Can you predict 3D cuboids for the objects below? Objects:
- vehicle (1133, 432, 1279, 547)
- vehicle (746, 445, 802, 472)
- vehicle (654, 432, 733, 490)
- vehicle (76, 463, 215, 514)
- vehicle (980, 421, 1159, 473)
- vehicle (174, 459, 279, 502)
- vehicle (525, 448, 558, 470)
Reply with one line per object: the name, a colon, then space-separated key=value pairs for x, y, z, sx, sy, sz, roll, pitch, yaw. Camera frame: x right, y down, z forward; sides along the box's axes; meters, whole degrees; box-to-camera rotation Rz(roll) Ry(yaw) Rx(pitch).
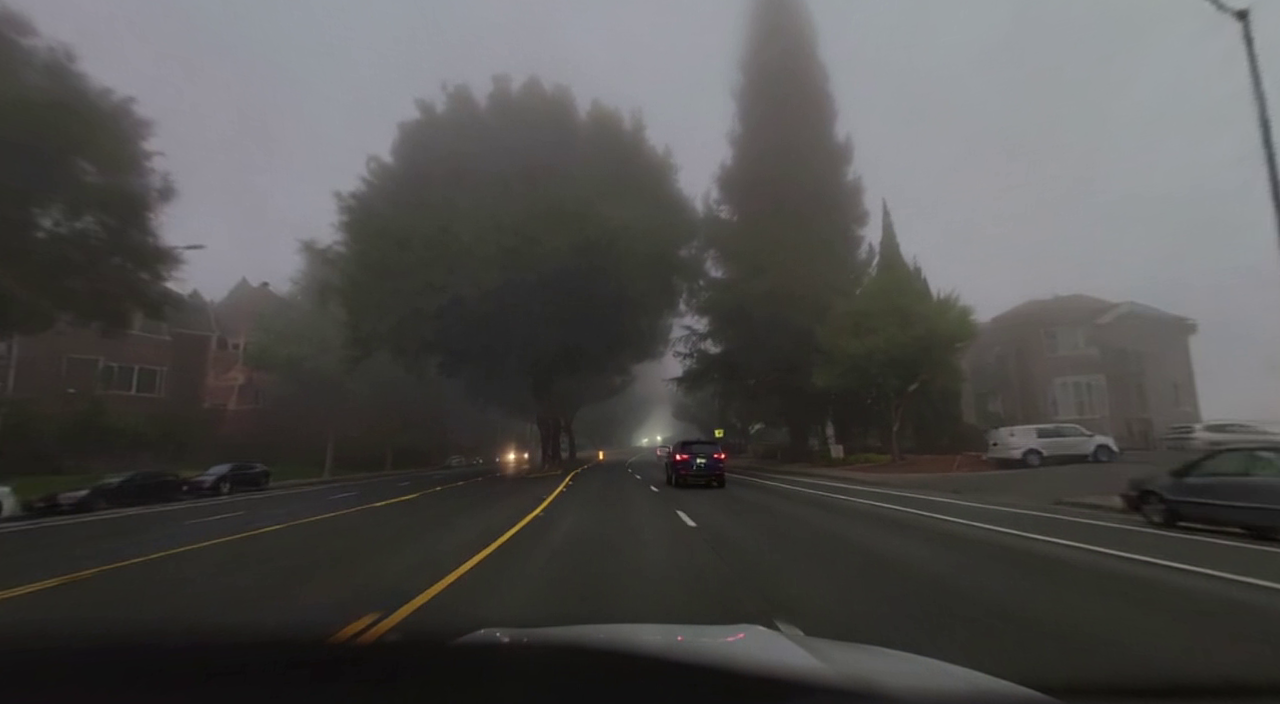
vehicle: x=9.278 y=1.807 z=8.331 sx=1.858 sy=1.489 sz=4.556 roll=0 pitch=-8 yaw=0
vehicle: x=7.720 y=6.167 z=36.795 sx=1.996 sy=1.474 sz=4.771 roll=0 pitch=-9 yaw=-3
vehicle: x=1.721 y=3.707 z=21.871 sx=2.085 sy=1.763 sz=4.490 roll=0 pitch=-9 yaw=-3
vehicle: x=-18.729 y=5.147 z=24.259 sx=1.999 sy=1.462 sz=4.516 roll=-1 pitch=-8 yaw=-5
vehicle: x=15.777 y=3.545 z=23.535 sx=5.007 sy=1.793 sz=2.031 roll=-2 pitch=-9 yaw=11
vehicle: x=-18.932 y=5.868 z=29.225 sx=1.937 sy=1.612 sz=4.515 roll=-1 pitch=-7 yaw=-2
vehicle: x=-7.142 y=7.766 z=46.172 sx=1.958 sy=1.501 sz=4.294 roll=0 pitch=-9 yaw=-2
